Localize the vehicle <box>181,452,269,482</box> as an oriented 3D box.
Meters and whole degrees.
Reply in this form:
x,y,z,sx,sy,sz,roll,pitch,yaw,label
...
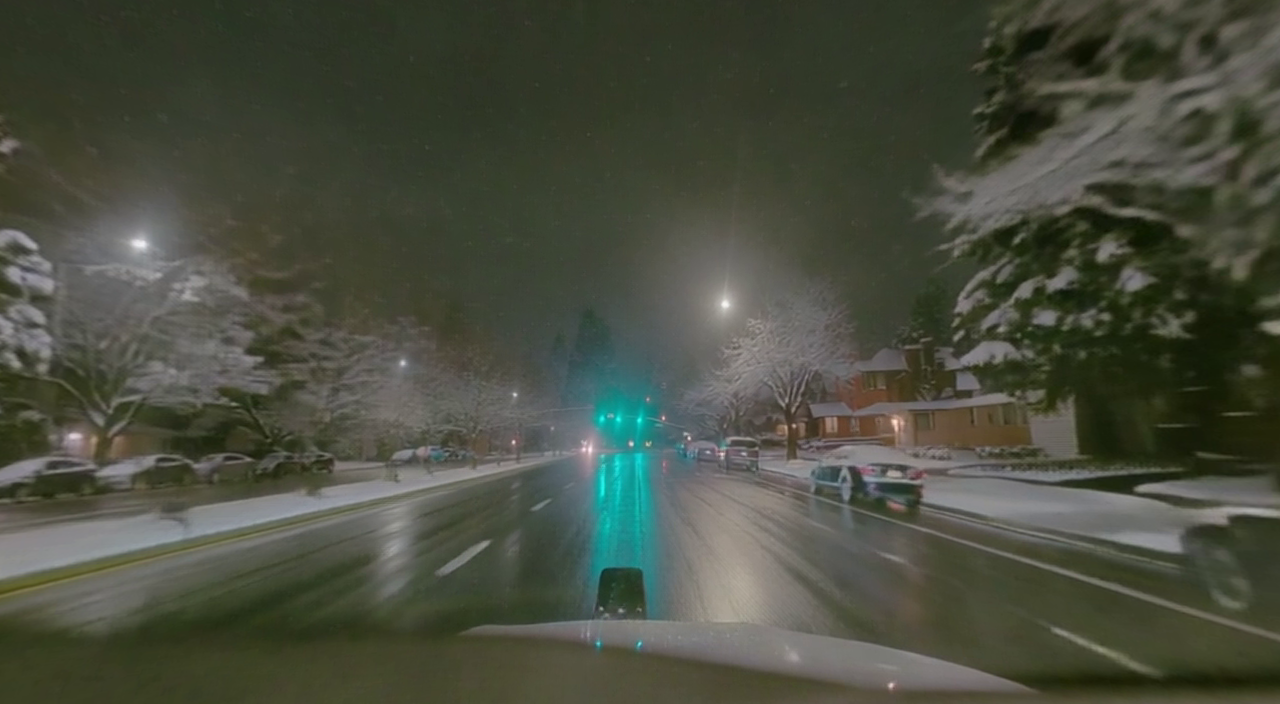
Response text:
x,y,z,sx,sy,sz,roll,pitch,yaw,label
-22.250,6.167,33.895,1.785,1.461,4.377,0,-9,0,vehicle

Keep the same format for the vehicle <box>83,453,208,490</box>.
x,y,z,sx,sy,sz,roll,pitch,yaw,label
-22.211,5.363,28.507,1.810,1.490,4.783,0,-9,0,vehicle

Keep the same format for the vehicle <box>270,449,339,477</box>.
x,y,z,sx,sy,sz,roll,pitch,yaw,label
-22.039,7.273,41.448,1.911,1.473,4.610,-1,-6,3,vehicle

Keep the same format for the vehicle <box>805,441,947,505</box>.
x,y,z,sx,sy,sz,roll,pitch,yaw,label
6.114,3.176,16.947,1.945,1.481,4.421,1,-9,-3,vehicle

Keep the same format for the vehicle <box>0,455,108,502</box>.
x,y,z,sx,sy,sz,roll,pitch,yaw,label
-22.212,4.503,22.716,1.902,1.478,4.755,1,-9,-3,vehicle

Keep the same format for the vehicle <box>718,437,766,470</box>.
x,y,z,sx,sy,sz,roll,pitch,yaw,label
5.893,5.936,36.934,2.004,1.816,4.585,0,-9,-1,vehicle
